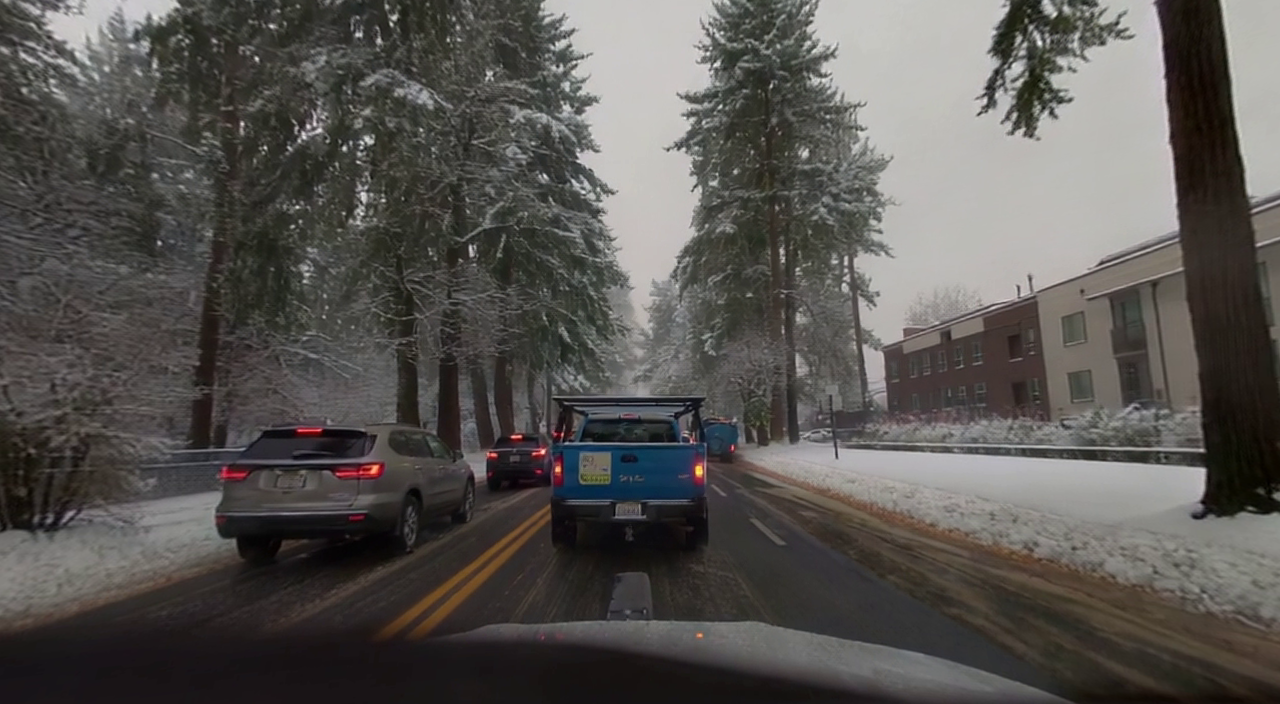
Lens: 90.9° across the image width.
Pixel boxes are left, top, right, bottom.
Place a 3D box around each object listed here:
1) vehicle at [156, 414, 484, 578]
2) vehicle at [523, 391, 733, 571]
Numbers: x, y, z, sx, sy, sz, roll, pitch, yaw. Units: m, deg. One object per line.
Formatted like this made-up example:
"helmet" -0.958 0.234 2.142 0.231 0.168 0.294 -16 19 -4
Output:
"vehicle" -3.767 1.772 8.654 1.959 1.614 4.676 0 -8 1
"vehicle" -0.103 1.575 8.343 2.075 1.770 4.018 0 -8 0
